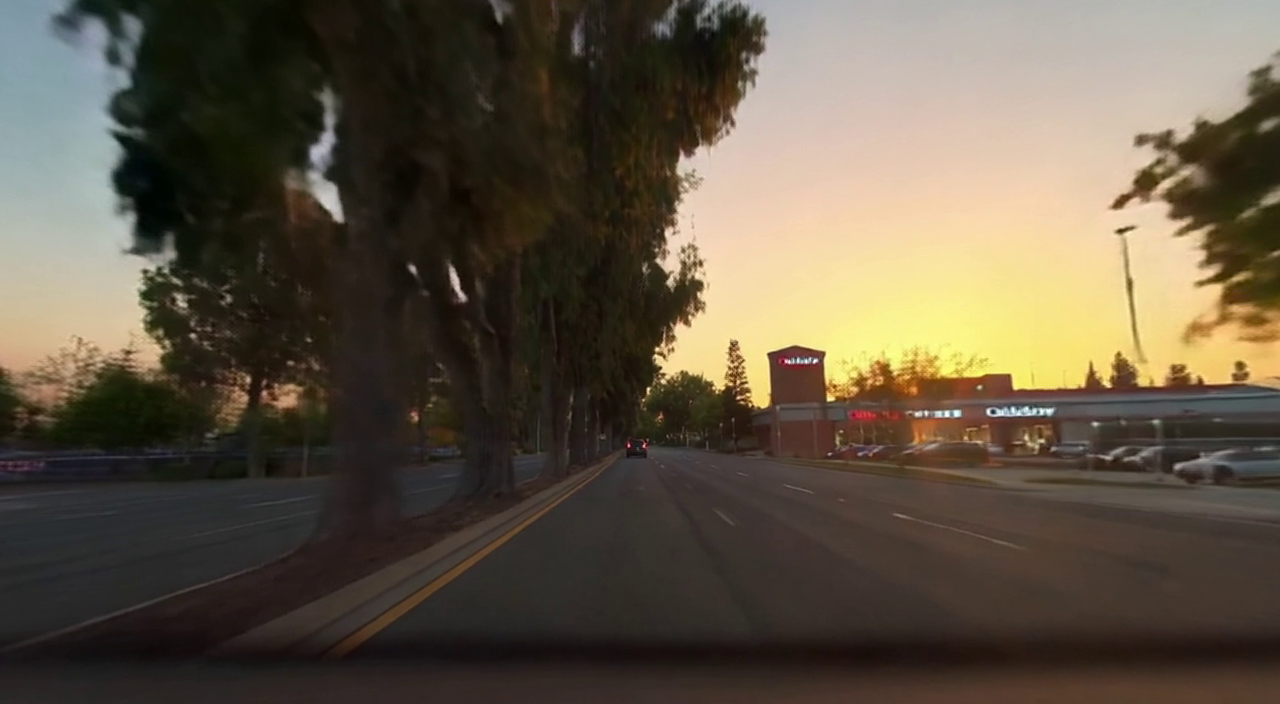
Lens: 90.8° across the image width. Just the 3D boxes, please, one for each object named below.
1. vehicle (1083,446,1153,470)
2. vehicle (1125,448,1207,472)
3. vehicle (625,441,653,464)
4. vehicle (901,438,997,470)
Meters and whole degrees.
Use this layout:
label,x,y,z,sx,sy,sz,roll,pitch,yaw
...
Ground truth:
label,x,y,z,sx,sy,sz,roll,pitch,yaw
vehicle,31.774,7.022,42.123,1.739,1.471,3.811,0,-8,1
vehicle,34.565,7.104,41.669,1.801,1.425,4.094,0,-8,-2
vehicle,-0.087,7.747,48.872,2.095,1.647,4.205,0,-8,-1
vehicle,18.946,6.248,38.885,4.739,1.916,2.136,0,-8,1
